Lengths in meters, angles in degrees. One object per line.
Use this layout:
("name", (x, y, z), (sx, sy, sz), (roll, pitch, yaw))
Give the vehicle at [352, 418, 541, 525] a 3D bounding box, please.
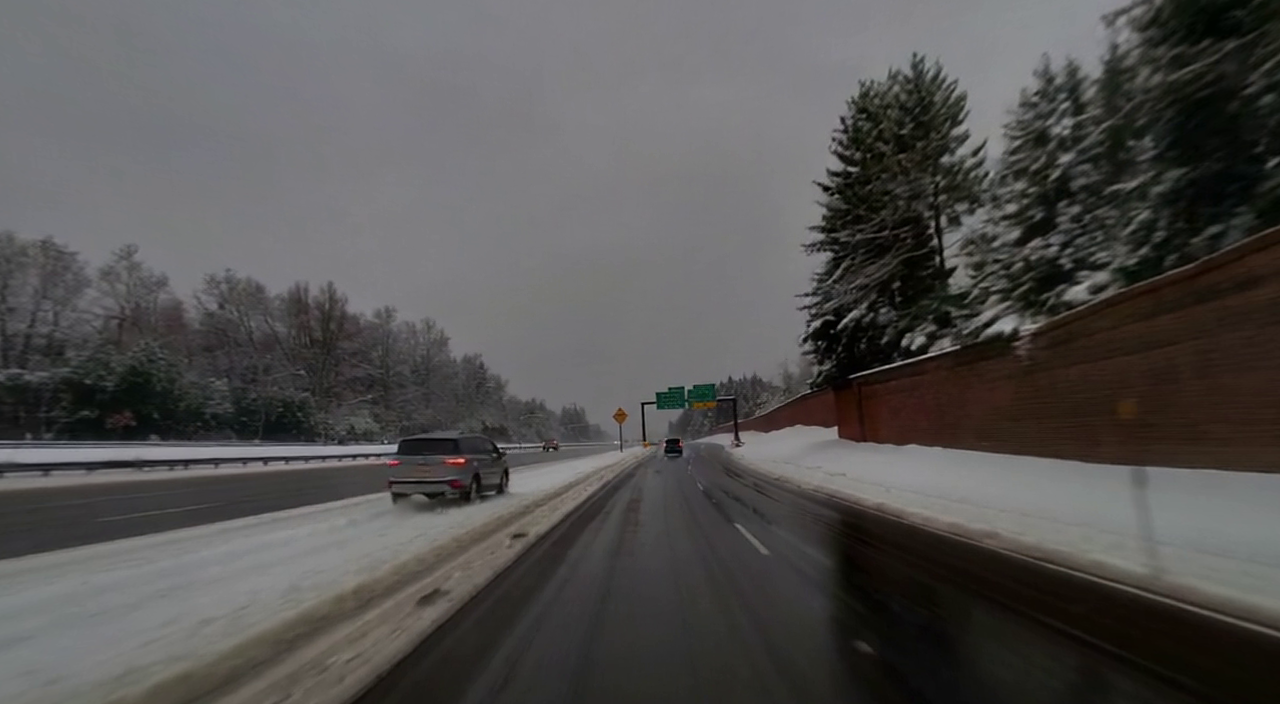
("vehicle", (-3.526, 2.296, 12.665), (2.151, 1.707, 4.759), (0, -9, 2))
